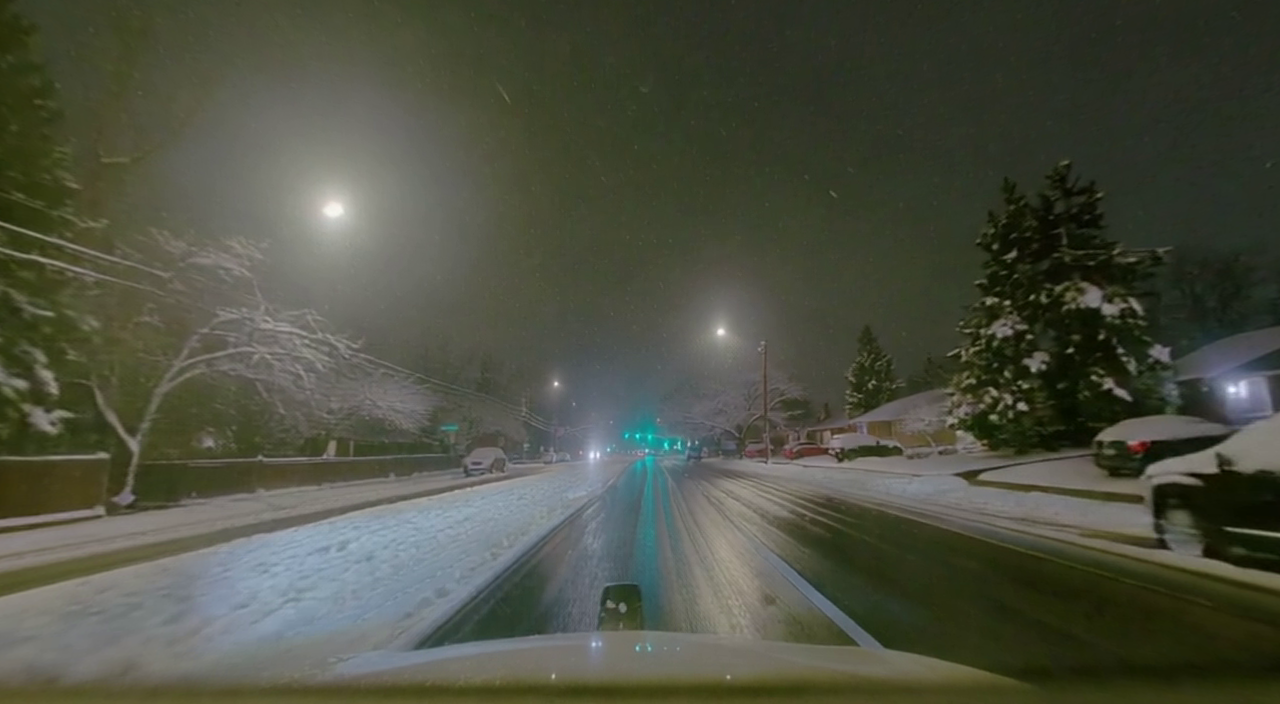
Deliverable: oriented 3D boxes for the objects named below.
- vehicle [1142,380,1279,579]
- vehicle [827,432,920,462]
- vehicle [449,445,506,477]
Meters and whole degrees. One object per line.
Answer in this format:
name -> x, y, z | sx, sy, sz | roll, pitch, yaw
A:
vehicle -> 7.443, 1.153, 5.560 | 2.040, 1.970, 4.753 | 0, -9, 0
vehicle -> 14.070, 5.770, 38.321 | 4.793, 1.744, 2.055 | -1, -9, 1
vehicle -> -10.767, 7.318, 42.378 | 2.347, 1.960, 5.167 | -2, -10, 2
